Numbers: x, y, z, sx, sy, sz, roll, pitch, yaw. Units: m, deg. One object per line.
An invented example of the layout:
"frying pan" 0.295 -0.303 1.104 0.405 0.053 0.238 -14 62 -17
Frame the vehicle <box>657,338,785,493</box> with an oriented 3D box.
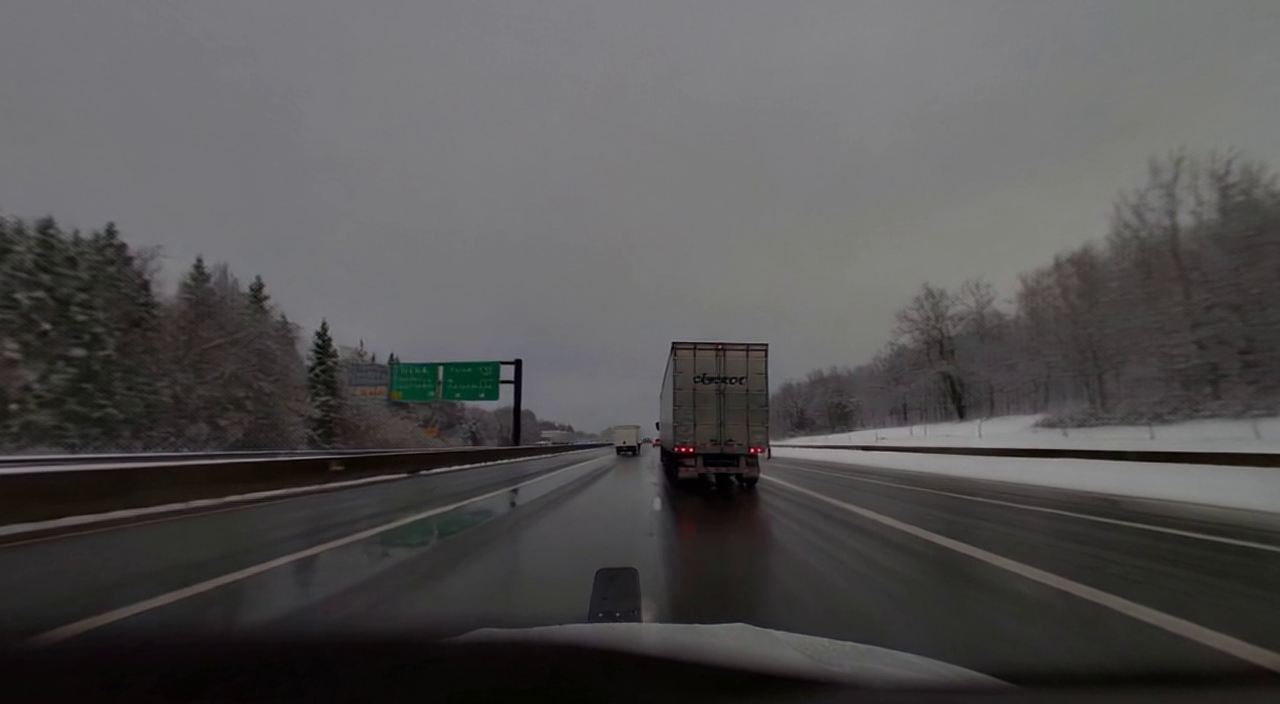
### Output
"vehicle" 2.131 2.227 20.709 2.920 3.860 10.035 0 -8 0
